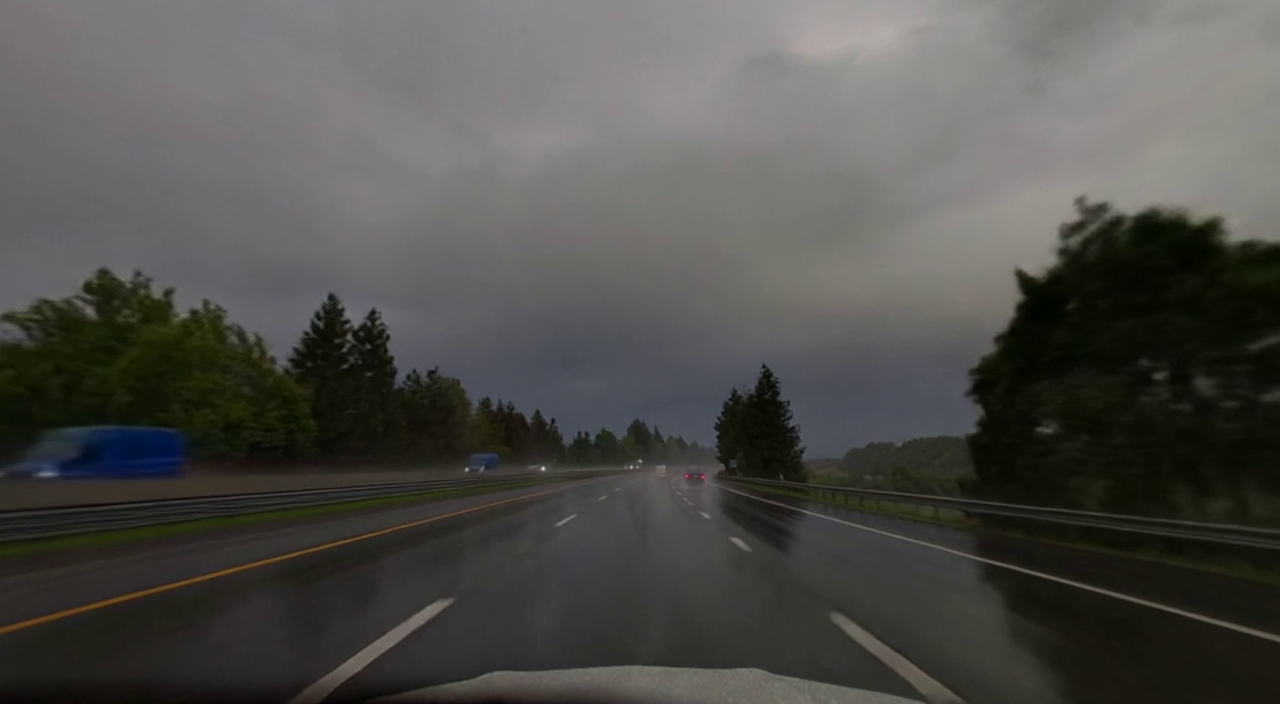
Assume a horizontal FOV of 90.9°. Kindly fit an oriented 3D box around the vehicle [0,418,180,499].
[{"bbox_3d":[-20.743,4.031,23.682,2.224,2.607,5.921,0,-11,1],"label":"vehicle"}]
